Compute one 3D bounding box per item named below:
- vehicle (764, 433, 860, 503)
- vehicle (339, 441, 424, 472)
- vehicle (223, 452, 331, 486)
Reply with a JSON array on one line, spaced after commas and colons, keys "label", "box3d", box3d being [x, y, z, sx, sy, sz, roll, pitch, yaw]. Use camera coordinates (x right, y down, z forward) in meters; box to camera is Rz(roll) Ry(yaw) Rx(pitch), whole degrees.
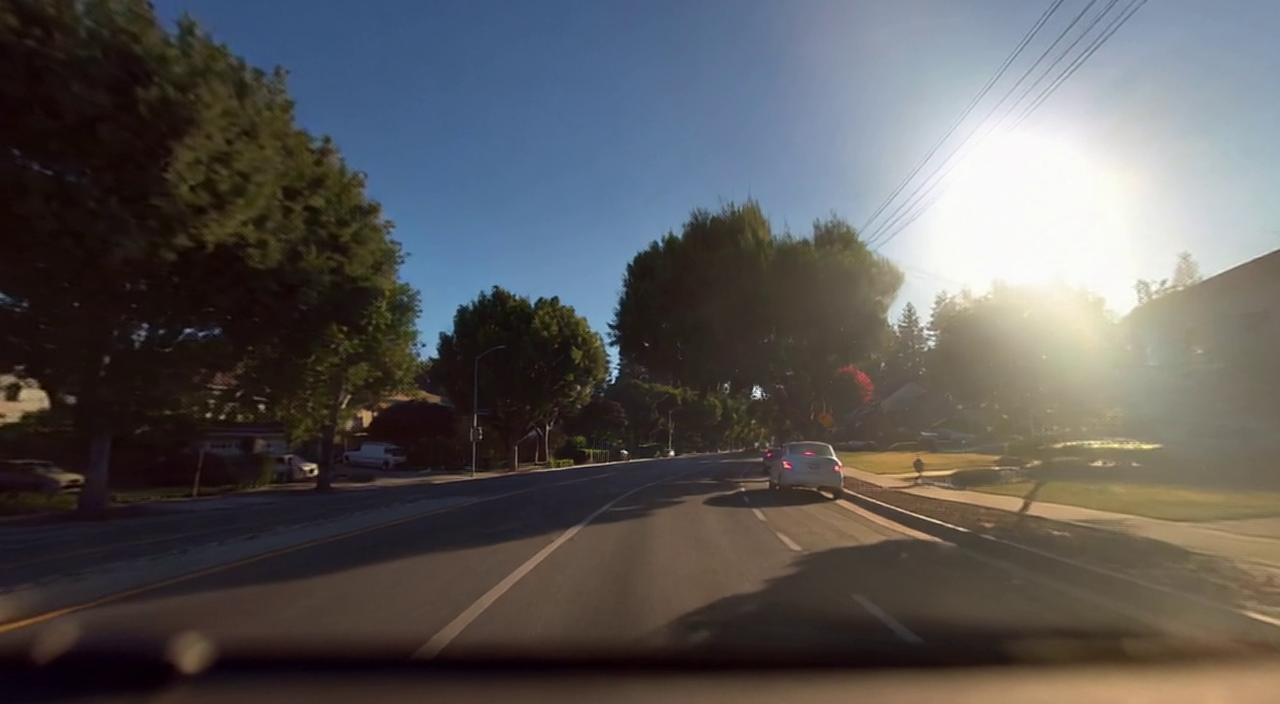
[{"label": "vehicle", "box3d": [4.914, 3.349, 18.687, 1.989, 1.782, 4.351, -1, -9, 6]}, {"label": "vehicle", "box3d": [-18.290, 7.387, 44.782, 5.134, 2.110, 2.040, -1, -9, 6]}, {"label": "vehicle", "box3d": [-17.469, 5.597, 30.467, 4.284, 1.549, 1.828, -2, -9, 12]}]
